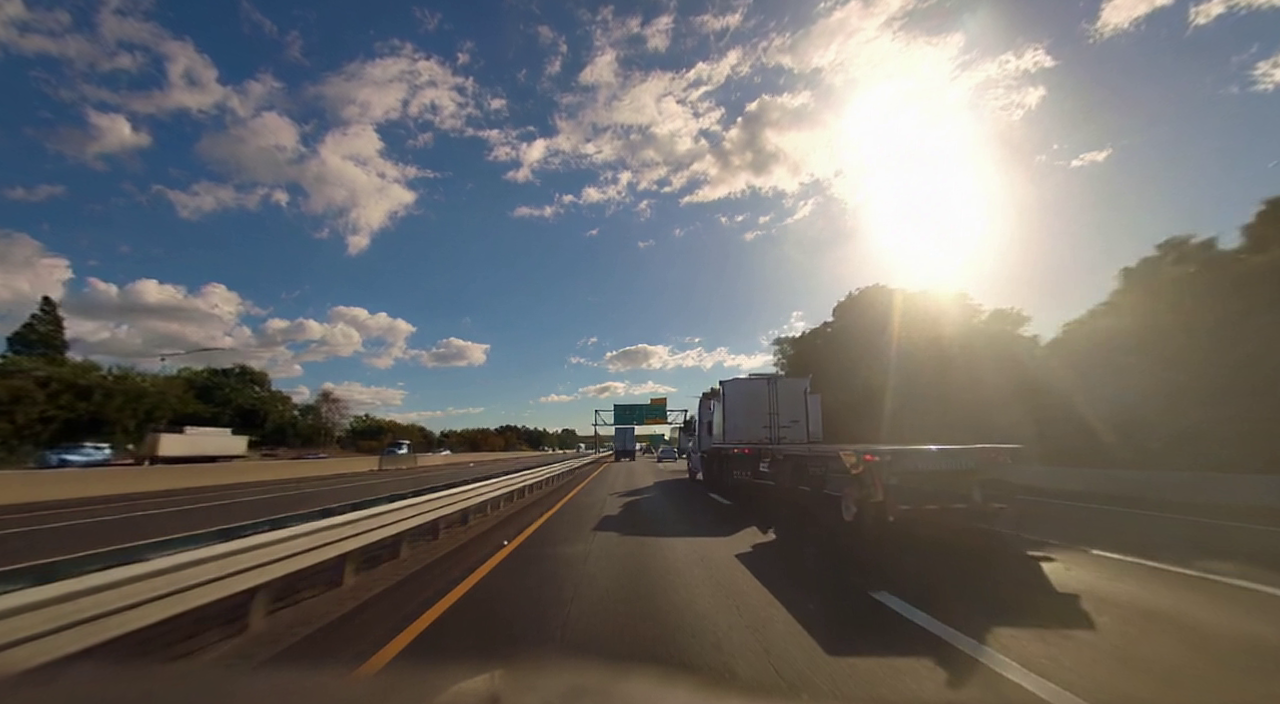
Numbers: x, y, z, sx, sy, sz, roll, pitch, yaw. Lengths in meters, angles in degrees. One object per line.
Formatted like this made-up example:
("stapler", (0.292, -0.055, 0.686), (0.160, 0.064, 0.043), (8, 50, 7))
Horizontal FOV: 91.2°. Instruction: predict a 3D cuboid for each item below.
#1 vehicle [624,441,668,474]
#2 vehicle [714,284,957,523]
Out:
("vehicle", (0.370, 5.573, 33.214), (2.127, 1.642, 3.899), (-1, -9, 3))
("vehicle", (3.800, 1.466, 14.928), (2.816, 4.086, 8.486), (0, -9, -1))
